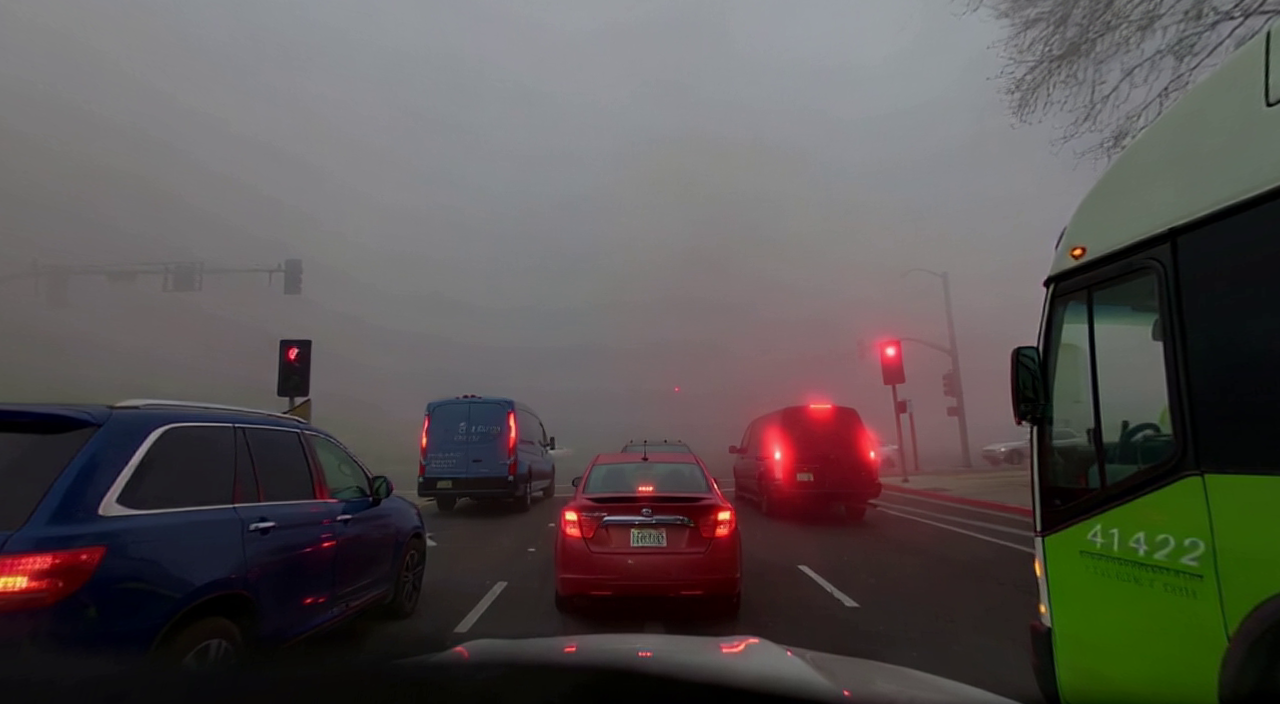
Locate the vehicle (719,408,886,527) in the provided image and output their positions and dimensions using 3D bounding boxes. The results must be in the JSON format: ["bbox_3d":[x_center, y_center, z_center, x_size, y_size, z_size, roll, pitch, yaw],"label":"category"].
[{"bbox_3d":[3.153,2.397,13.666,2.143,2.036,5.367,0,-8,0],"label":"vehicle"}]

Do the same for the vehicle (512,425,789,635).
[{"bbox_3d":[0.065,1.548,6.405,1.976,1.485,3.624,0,-8,0],"label":"vehicle"}]

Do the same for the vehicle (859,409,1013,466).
[{"bbox_3d":[17.595,5.130,37.914,7.839,3.213,2.628,0,-8,-3],"label":"vehicle"}]

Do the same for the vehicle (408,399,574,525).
[{"bbox_3d":[-2.932,2.352,13.945,2.335,2.221,5.165,0,-8,1],"label":"vehicle"}]

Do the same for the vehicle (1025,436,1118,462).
[{"bbox_3d":[25.869,5.824,37.972,4.229,1.489,1.794,0,-8,-1],"label":"vehicle"}]

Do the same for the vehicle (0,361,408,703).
[{"bbox_3d":[-3.411,1.177,4.618,1.921,1.701,3.989,0,-8,0],"label":"vehicle"}]
